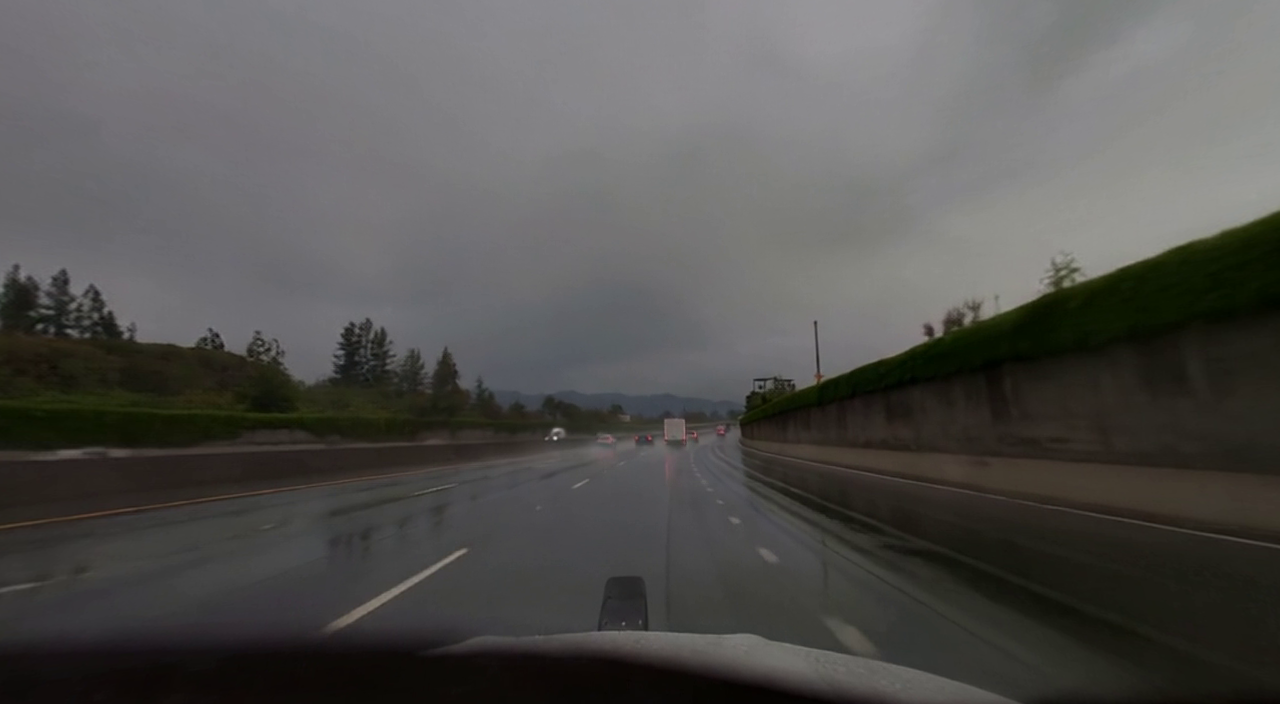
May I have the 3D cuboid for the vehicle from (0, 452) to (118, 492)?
[{"bbox_3d":[-24.650,4.984,26.411,1.762,1.532,4.226,-1,-10,4],"label":"vehicle"}]
